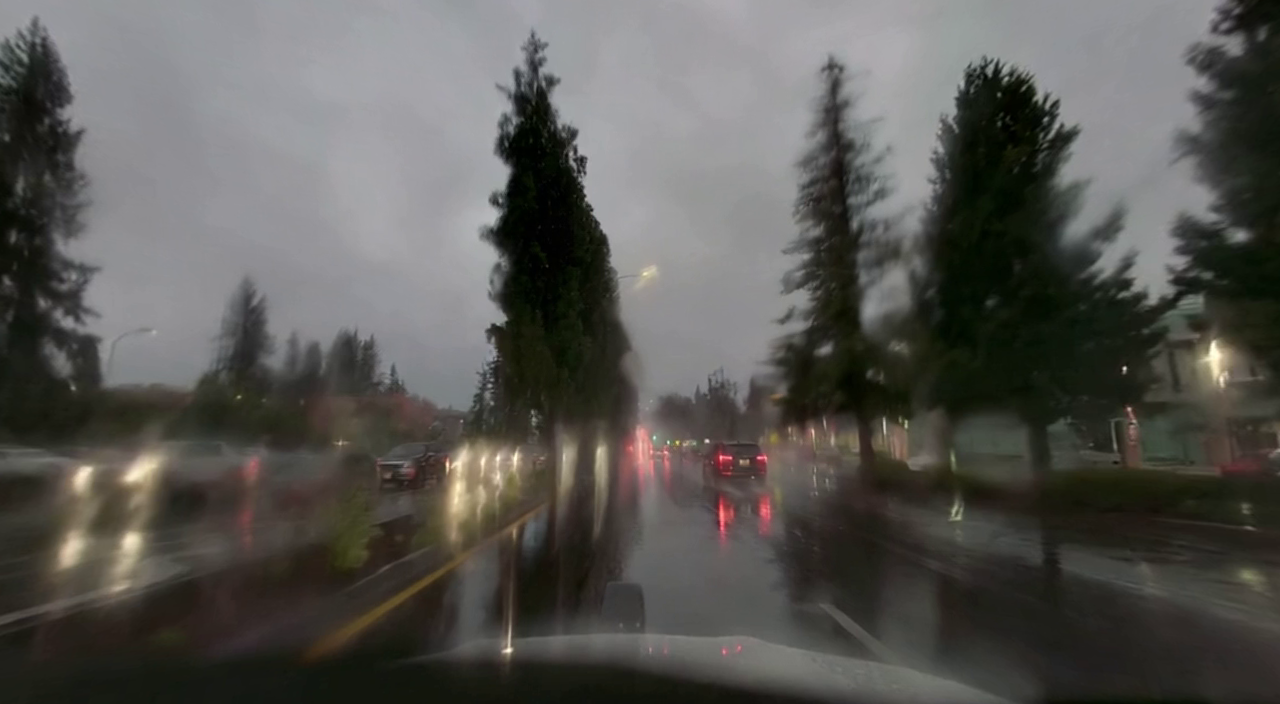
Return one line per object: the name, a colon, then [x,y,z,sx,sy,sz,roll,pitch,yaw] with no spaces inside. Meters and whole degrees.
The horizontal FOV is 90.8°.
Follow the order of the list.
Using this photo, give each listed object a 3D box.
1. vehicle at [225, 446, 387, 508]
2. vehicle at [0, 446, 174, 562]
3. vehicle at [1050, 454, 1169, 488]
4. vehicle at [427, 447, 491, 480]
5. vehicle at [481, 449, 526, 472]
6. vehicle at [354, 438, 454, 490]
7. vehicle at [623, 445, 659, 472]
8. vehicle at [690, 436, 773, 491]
vehicle: [-9.037,3.388,17.660,1.955,1.484,4.608,0,-9,0]
vehicle: [-8.925,2.024,8.623,1.846,1.433,4.298,-1,-9,0]
vehicle: [20.718,5.244,27.968,3.914,1.421,1.695,0,-9,-2]
vehicle: [-8.853,5.472,31.239,1.864,1.500,4.294,0,-9,0]
vehicle: [-9.006,7.179,42.037,1.938,1.464,4.340,0,-9,1]
vehicle: [-9.033,4.303,24.679,2.024,1.822,4.824,0,-9,0]
vehicle: [0.036,6.610,39.432,2.145,1.572,4.021,0,-9,0]
vehicle: [3.231,4.076,23.442,2.235,1.806,4.818,0,-9,-1]
